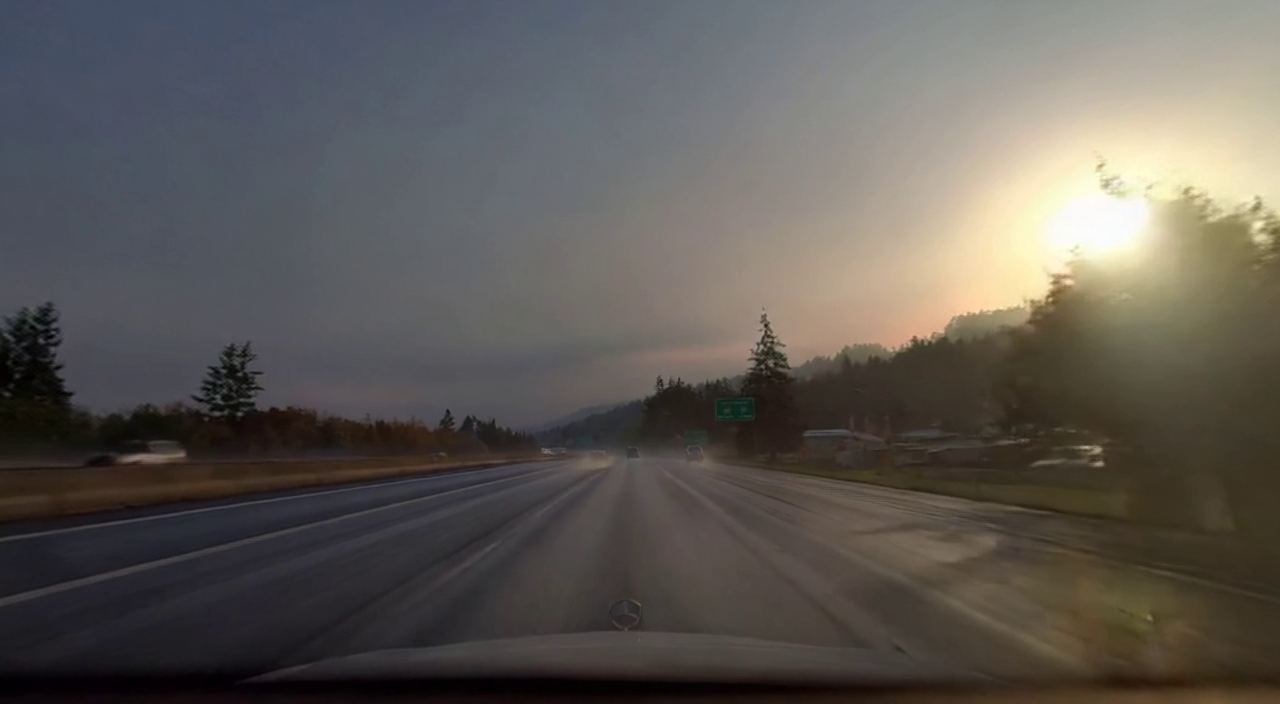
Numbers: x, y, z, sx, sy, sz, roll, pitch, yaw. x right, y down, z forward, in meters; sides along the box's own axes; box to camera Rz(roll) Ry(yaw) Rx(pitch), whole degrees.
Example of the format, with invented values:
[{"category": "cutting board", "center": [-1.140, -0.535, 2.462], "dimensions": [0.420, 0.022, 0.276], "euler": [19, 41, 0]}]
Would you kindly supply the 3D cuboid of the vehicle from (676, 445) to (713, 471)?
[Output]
[{"category": "vehicle", "center": [3.754, 7.411, 44.265], "dimensions": [2.133, 1.746, 4.511], "euler": [0, -9, -1]}]
